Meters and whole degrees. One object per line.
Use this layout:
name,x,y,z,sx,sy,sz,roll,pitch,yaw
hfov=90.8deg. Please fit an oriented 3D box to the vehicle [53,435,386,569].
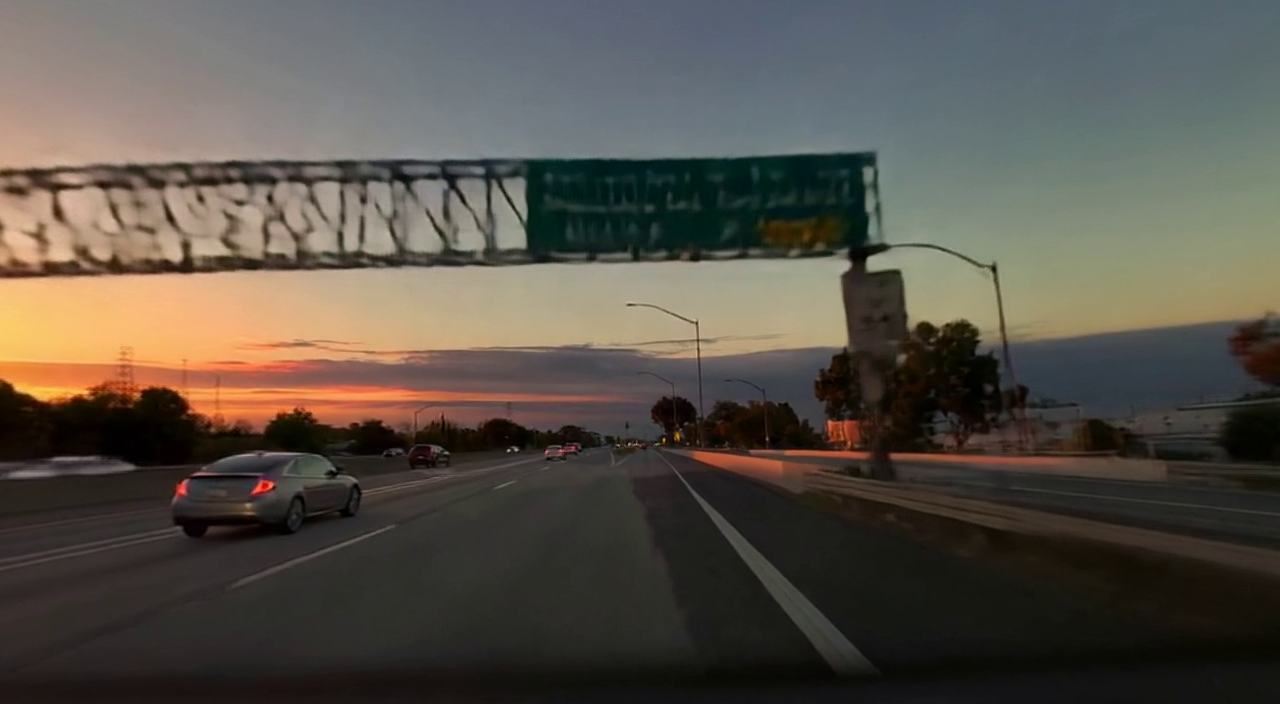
vehicle,-5.727,2.063,9.594,1.940,1.479,4.777,0,-9,-3

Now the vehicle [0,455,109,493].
vehicle,-28.167,5.748,30.036,1.912,1.503,4.788,0,-8,-3

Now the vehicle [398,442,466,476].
vehicle,-11.288,5.834,34.730,2.126,1.671,5.173,0,-9,-2
